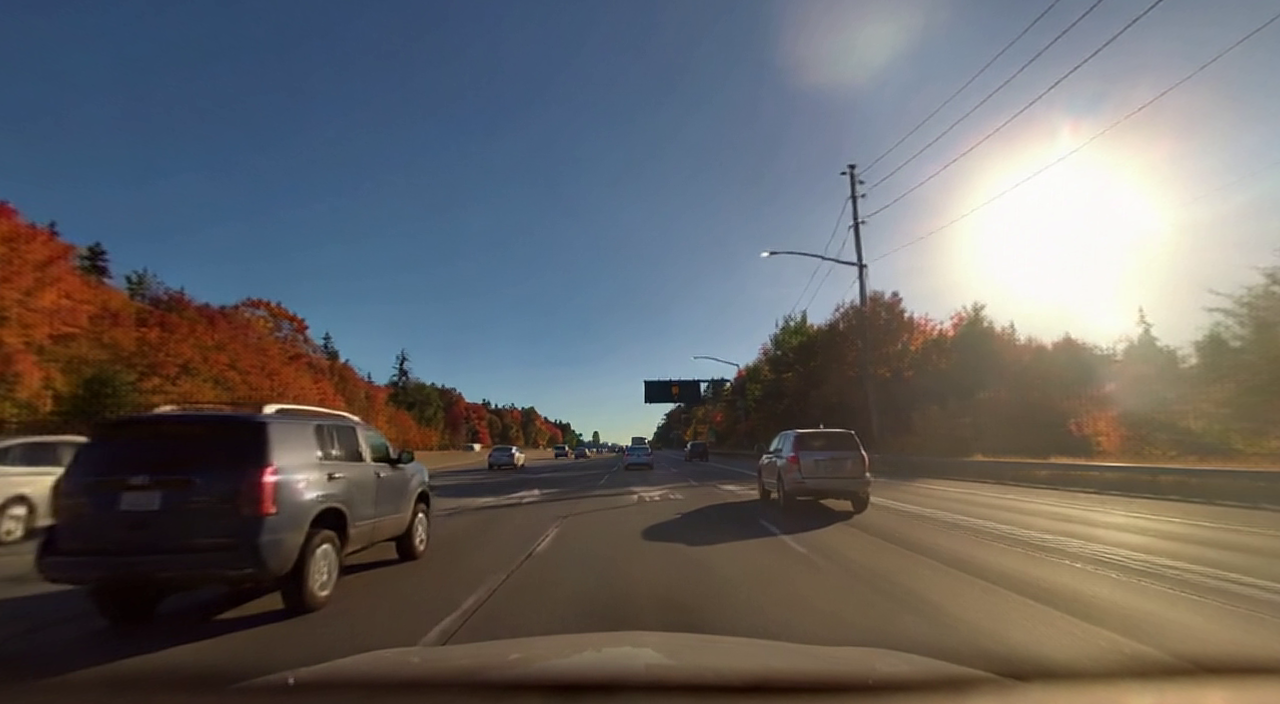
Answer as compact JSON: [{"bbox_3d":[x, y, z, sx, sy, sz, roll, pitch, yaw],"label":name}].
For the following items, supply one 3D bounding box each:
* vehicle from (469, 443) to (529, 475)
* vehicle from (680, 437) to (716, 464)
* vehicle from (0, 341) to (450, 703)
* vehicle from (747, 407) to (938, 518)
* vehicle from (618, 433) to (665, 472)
[{"bbox_3d":[-7.140,5.440,32.301,2.014,1.526,4.577,0,-9,0],"label":"vehicle"},{"bbox_3d":[4.510,7.828,49.992,2.380,1.976,5.614,0,-9,0],"label":"vehicle"},{"bbox_3d":[-3.280,1.172,4.904,2.154,1.783,4.476,0,-9,0],"label":"vehicle"},{"bbox_3d":[4.167,2.448,14.345,2.388,1.998,5.749,0,-9,0],"label":"vehicle"},{"bbox_3d":[0.072,5.473,34.441,2.372,1.957,5.121,0,-9,0],"label":"vehicle"}]
